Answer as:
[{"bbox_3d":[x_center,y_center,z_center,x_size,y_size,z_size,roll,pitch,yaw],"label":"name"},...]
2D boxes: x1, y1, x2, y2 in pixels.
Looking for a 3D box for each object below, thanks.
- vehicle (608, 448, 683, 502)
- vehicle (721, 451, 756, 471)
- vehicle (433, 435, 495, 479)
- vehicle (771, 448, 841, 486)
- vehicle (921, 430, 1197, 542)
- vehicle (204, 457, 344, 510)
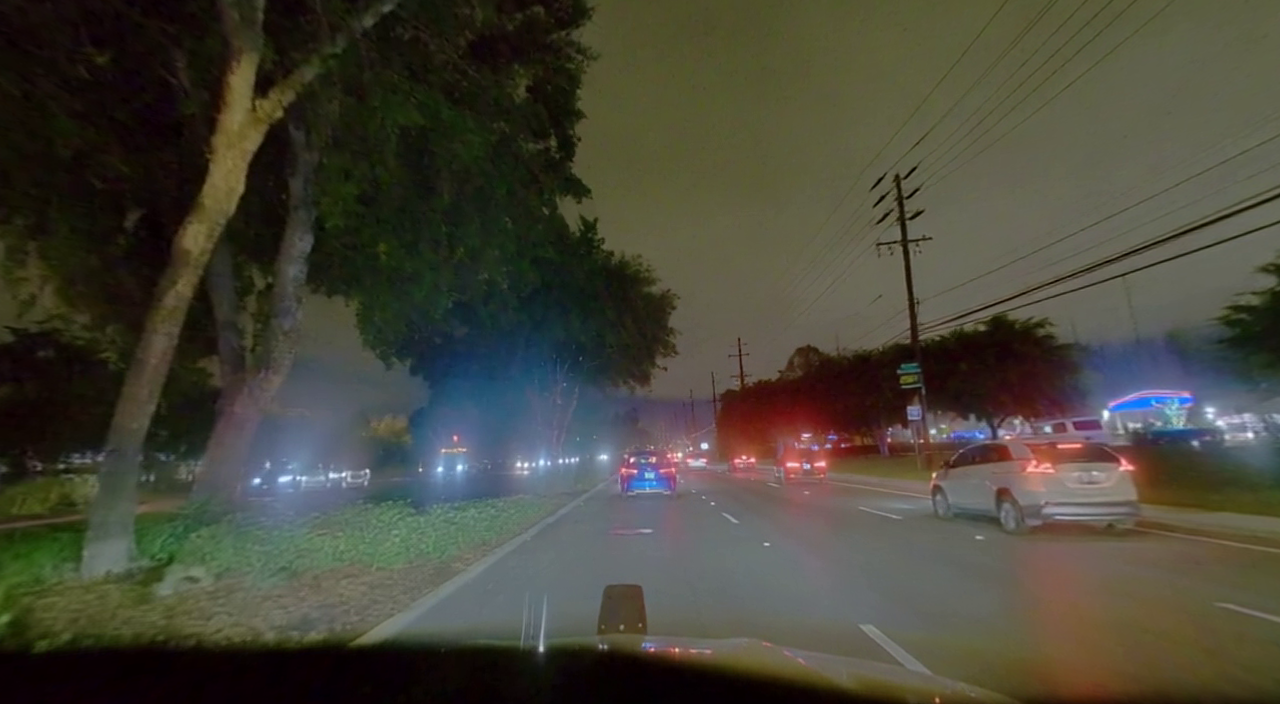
[{"bbox_3d":[0.177,3.772,19.847,2.108,1.479,3.935,0,-8,1],"label":"vehicle"},{"bbox_3d":[7.756,8.568,49.950,1.899,1.458,4.499,0,-8,-1],"label":"vehicle"},{"bbox_3d":[-11.992,7.197,43.550,2.276,2.762,6.504,0,-8,1],"label":"vehicle"},{"bbox_3d":[7.294,5.057,28.141,1.850,1.480,4.474,0,-8,-1],"label":"vehicle"},{"bbox_3d":[7.329,2.350,11.800,1.983,1.649,4.557,0,-8,0],"label":"vehicle"},{"bbox_3d":[-12.122,4.359,21.338,1.942,1.481,4.621,0,-8,0],"label":"vehicle"}]
